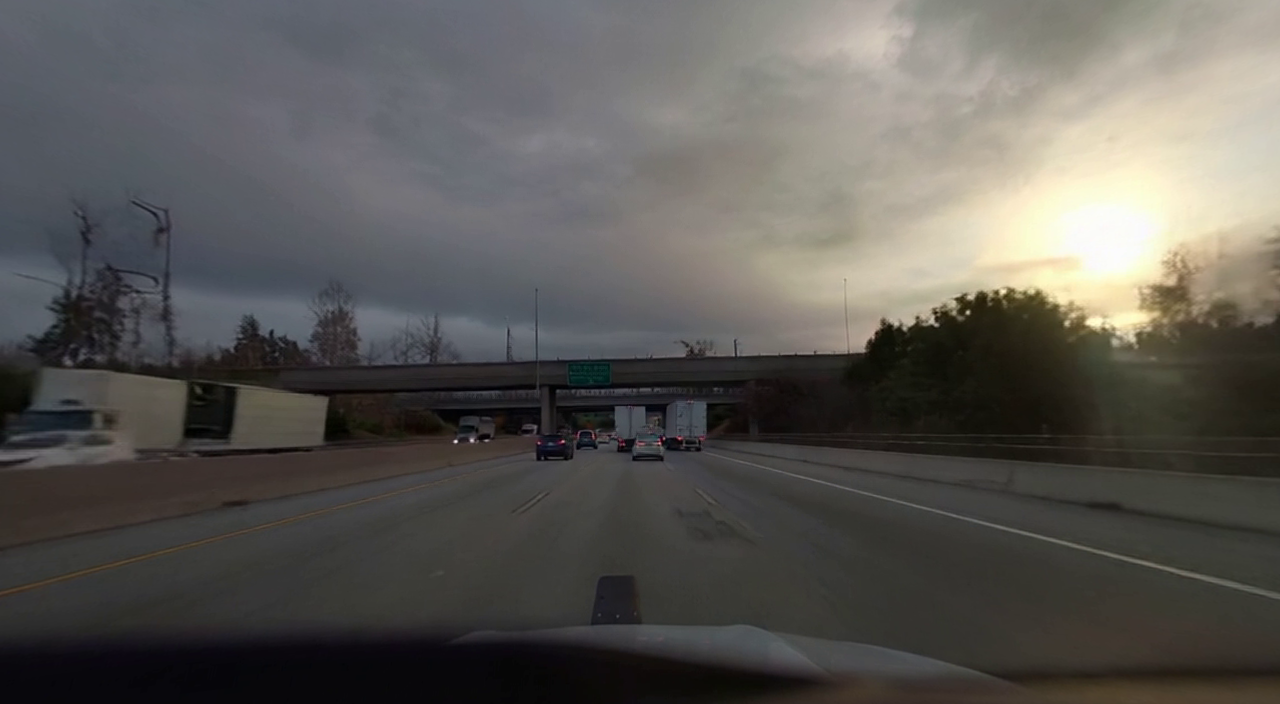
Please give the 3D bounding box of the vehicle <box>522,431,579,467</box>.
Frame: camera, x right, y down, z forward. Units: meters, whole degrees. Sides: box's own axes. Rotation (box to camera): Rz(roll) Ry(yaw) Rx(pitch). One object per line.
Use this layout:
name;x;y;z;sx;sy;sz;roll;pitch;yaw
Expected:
vehicle;-3.991;4.394;28.797;1.979;1.527;4.754;0;-8;-1

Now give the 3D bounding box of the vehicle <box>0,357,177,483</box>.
vehicle;-20.979;2.567;23.079;3.051;3.954;6.368;0;-8;-1

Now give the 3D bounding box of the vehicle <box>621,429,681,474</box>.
vehicle;0.339;3.692;23.616;2.059;1.522;3.693;0;-8;-2
